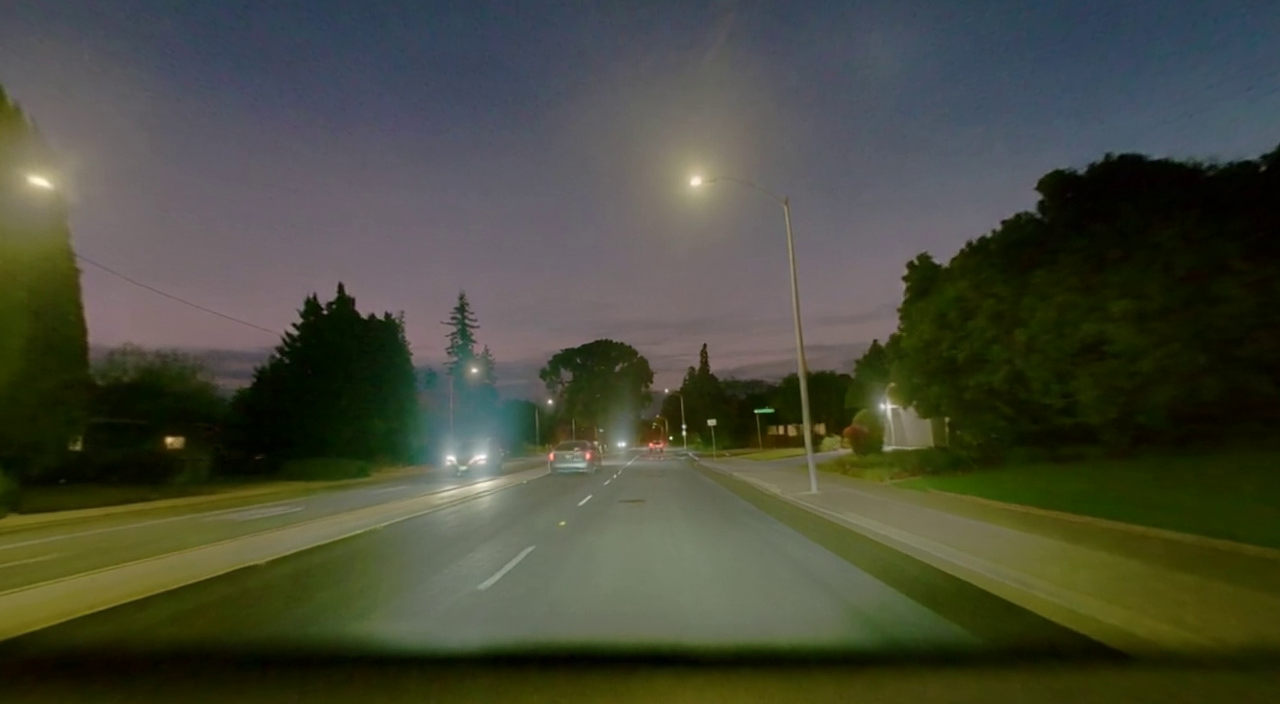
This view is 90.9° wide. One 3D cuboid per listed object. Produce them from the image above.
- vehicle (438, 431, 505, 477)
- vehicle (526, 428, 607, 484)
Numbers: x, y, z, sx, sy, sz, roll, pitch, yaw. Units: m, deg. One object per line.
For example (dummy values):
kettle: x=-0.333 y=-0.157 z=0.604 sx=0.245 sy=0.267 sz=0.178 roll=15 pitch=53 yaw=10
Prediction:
vehicle: x=-8.542 y=5.220 z=32.405 sx=2.159 sy=1.983 sz=4.530 roll=-5 pitch=-8 yaw=0
vehicle: x=-2.479 y=3.681 z=22.498 sx=2.190 sy=1.766 sz=4.394 roll=0 pitch=-8 yaw=2
